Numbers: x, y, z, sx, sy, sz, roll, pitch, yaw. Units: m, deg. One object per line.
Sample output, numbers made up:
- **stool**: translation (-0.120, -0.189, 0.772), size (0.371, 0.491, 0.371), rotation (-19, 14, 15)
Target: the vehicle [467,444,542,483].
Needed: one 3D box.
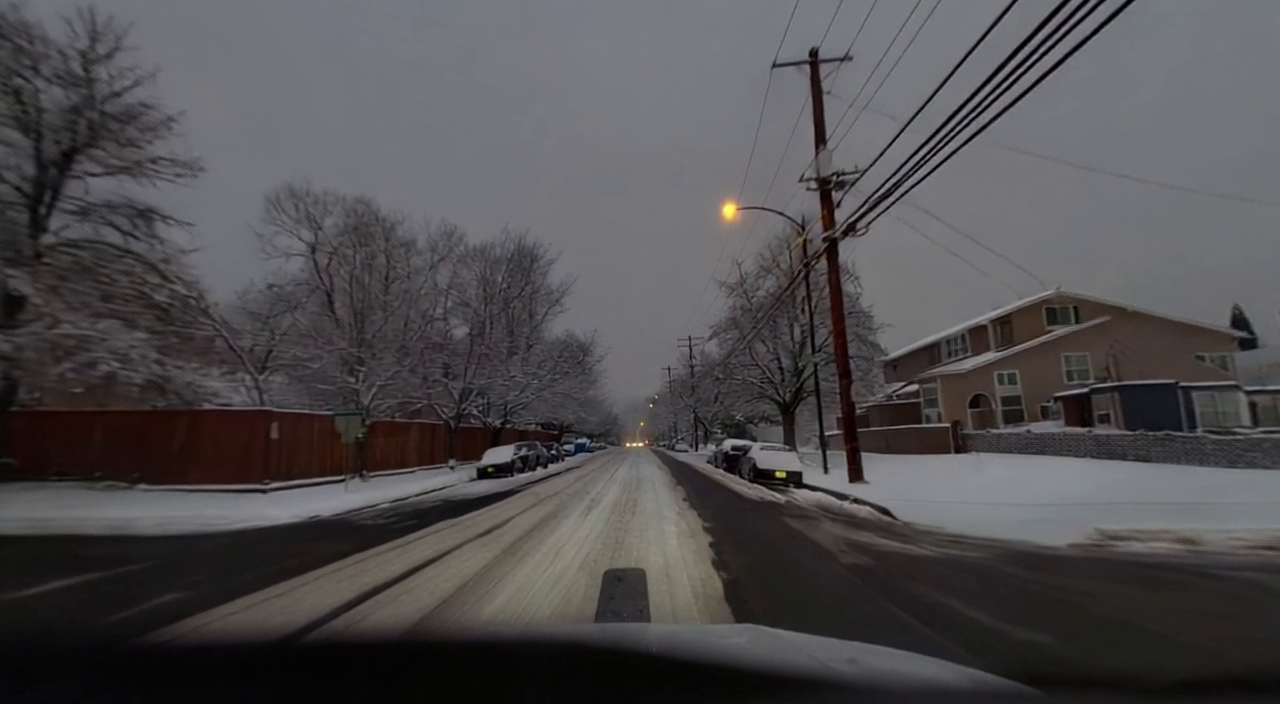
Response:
- **vehicle**: translation (-5.884, 4.879, 28.063), size (2.231, 1.492, 4.727), rotation (1, -8, 1)

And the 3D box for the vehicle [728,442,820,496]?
- **vehicle**: translation (3.943, 3.499, 19.287), size (1.851, 1.438, 4.177), rotation (0, -8, 0)
